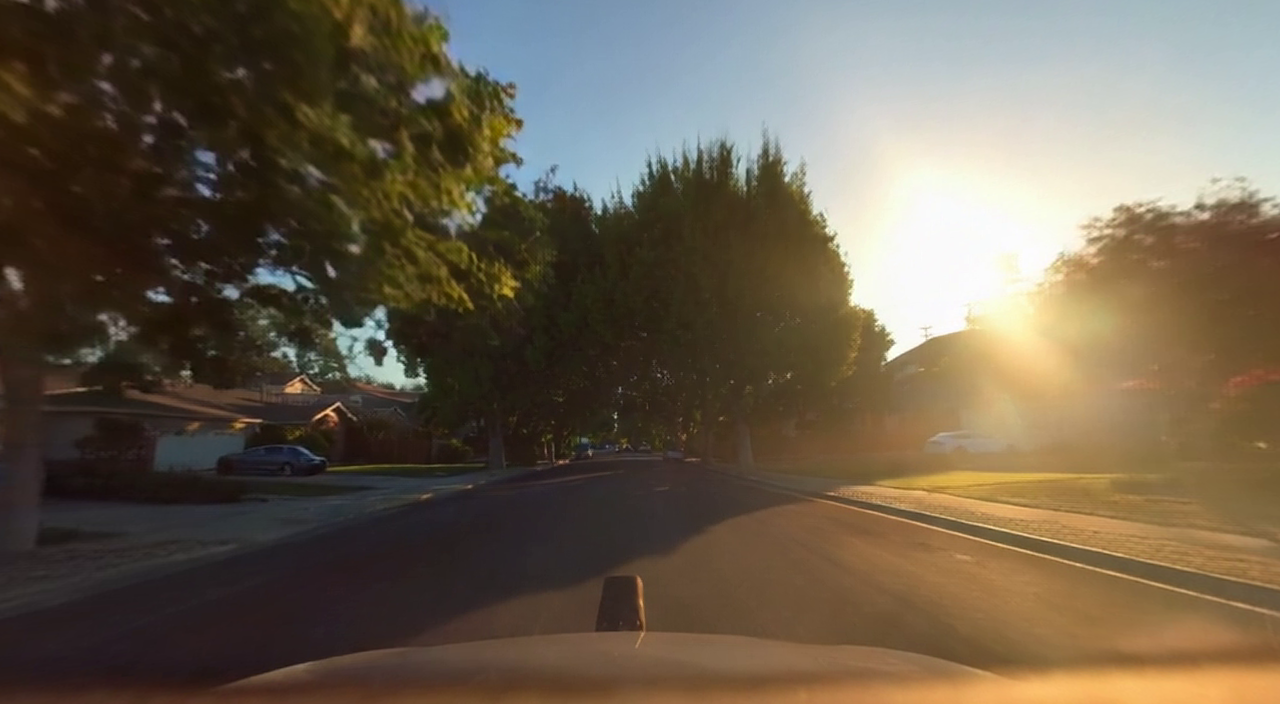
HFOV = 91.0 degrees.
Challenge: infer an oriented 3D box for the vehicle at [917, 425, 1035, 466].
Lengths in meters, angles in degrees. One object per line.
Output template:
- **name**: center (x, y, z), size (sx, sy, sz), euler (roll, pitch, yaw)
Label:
- **vehicle**: center (15.101, 4.186, 28.340), size (4.468, 1.728, 2.135), euler (3, -9, -20)

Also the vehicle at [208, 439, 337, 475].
- **vehicle**: center (-16.015, 4.606, 27.620), size (4.351, 1.474, 2.015), euler (0, -9, -2)
